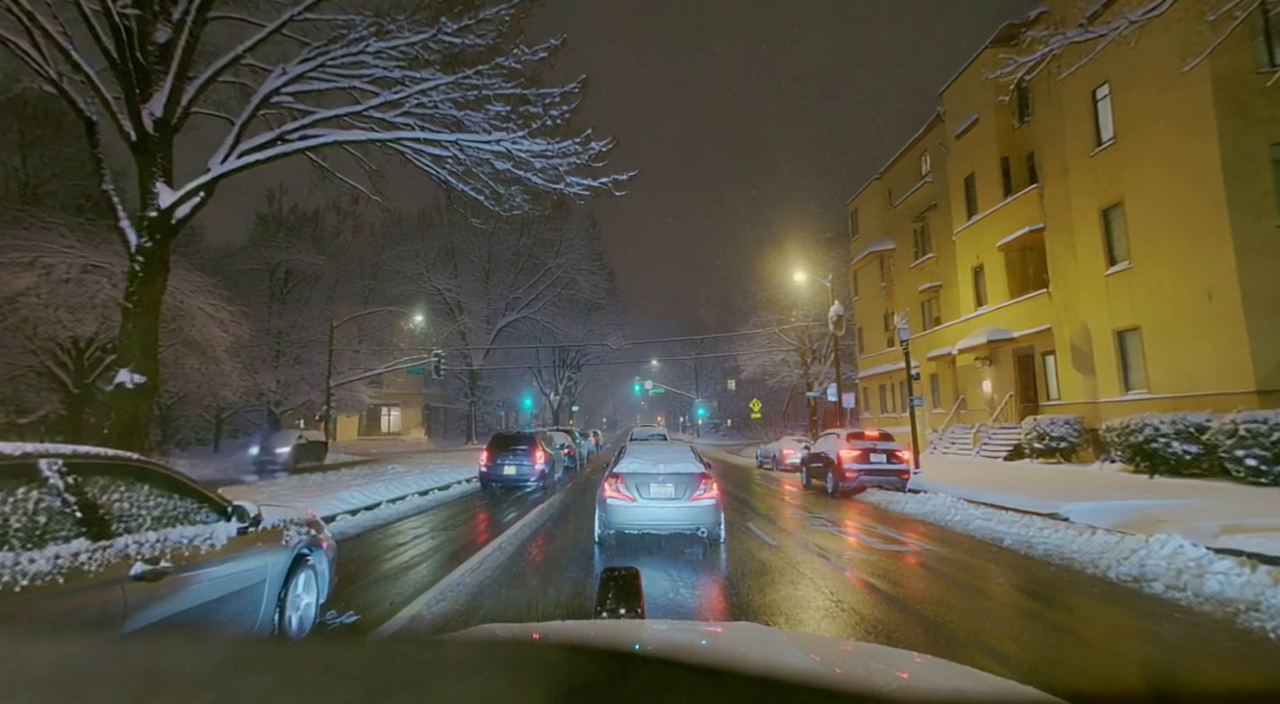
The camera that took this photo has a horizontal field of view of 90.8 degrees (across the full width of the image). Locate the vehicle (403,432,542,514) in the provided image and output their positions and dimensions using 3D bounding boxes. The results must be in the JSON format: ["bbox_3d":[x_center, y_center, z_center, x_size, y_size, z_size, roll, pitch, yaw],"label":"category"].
[{"bbox_3d":[-3.509,2.625,14.236,1.901,1.522,4.556,0,-9,0],"label":"vehicle"}]

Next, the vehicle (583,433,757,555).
[{"bbox_3d":[0.268,1.994,9.583,2.095,1.438,3.843,0,-9,-3],"label":"vehicle"}]

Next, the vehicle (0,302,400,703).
[{"bbox_3d":[-3.273,0.929,3.391,2.152,1.802,4.628,0,-9,0],"label":"vehicle"}]

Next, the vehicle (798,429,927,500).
[{"bbox_3d":[6.341,3.248,18.695,2.025,1.808,4.579,0,-9,-2],"label":"vehicle"}]
